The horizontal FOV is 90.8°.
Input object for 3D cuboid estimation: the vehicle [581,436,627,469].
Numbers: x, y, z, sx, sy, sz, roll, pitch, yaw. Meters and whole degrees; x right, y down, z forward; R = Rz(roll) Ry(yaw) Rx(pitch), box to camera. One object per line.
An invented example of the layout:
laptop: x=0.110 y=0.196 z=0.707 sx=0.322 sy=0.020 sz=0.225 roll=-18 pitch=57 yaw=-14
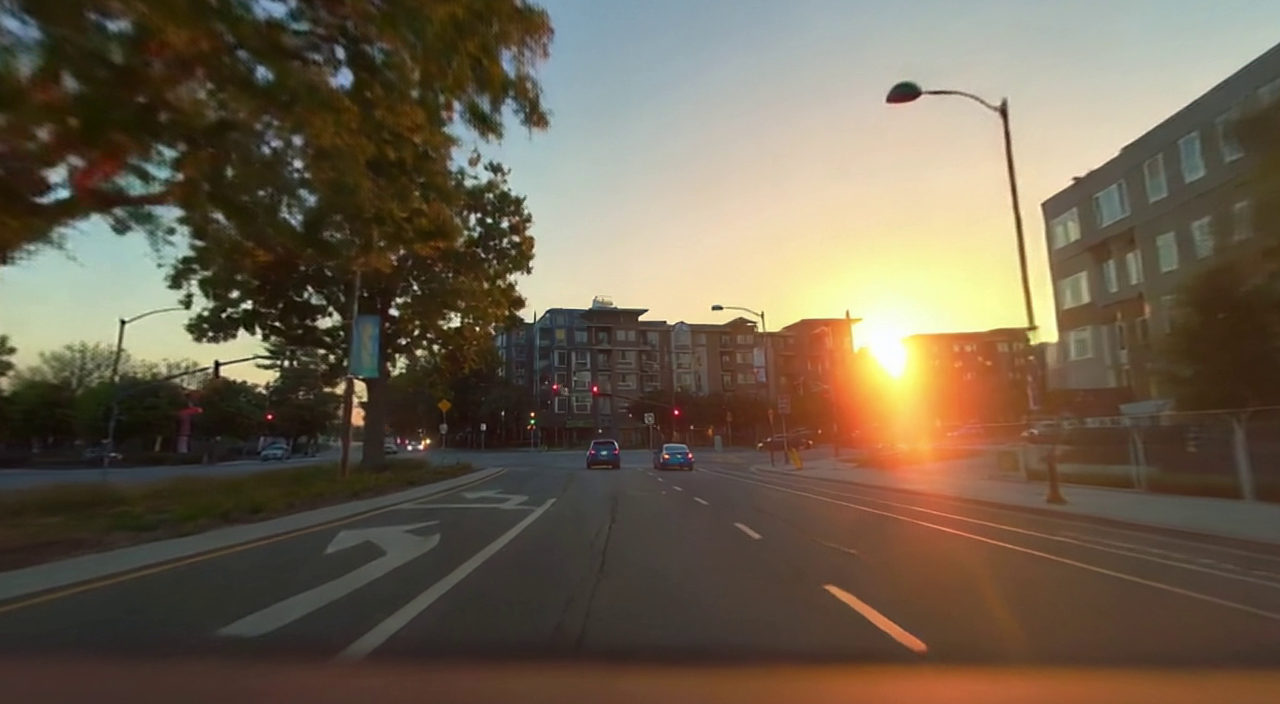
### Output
vehicle: x=-2.077 y=5.584 z=35.210 sx=2.317 sy=1.713 sz=4.231 roll=1 pitch=-9 yaw=-7

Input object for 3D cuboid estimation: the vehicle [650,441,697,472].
vehicle: x=1.681 y=5.474 z=33.338 sx=1.918 sy=1.479 sz=4.468 roll=1 pitch=-9 yaw=-5
